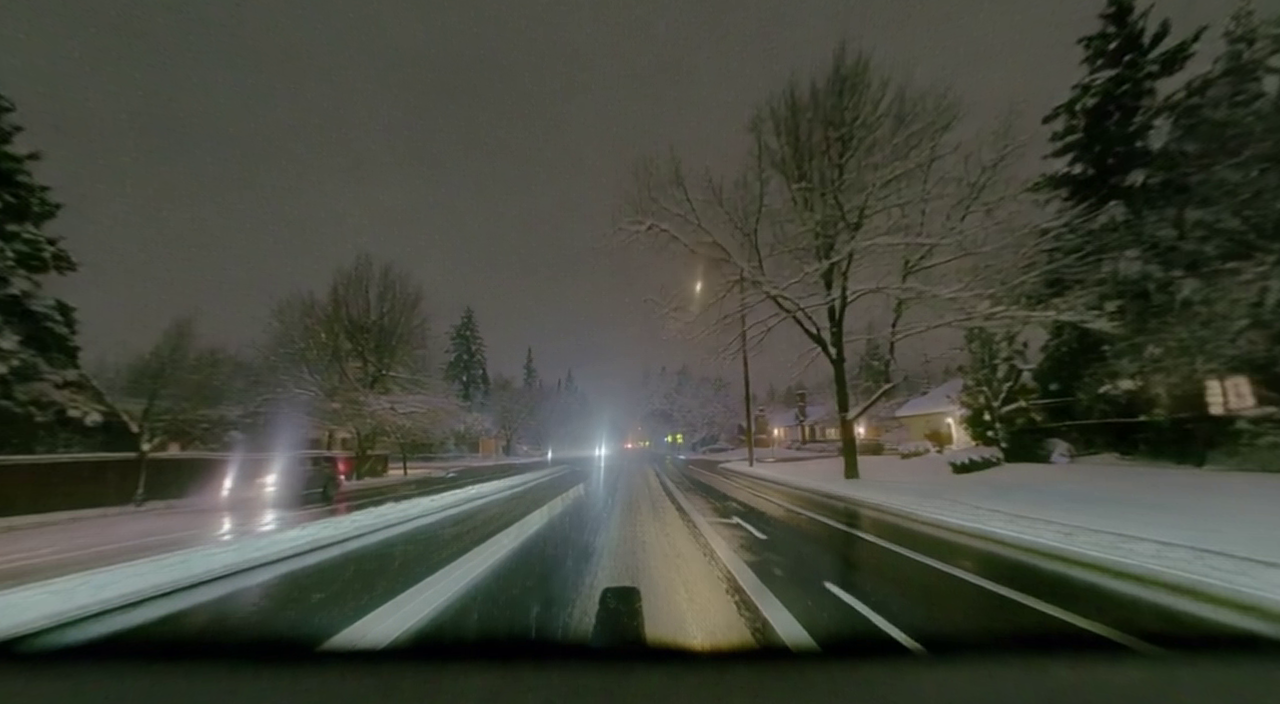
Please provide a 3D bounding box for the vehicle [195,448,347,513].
[{"bbox_3d":[-11.544,4.026,20.226,2.047,1.710,4.473,-3,-9,2],"label":"vehicle"}]
